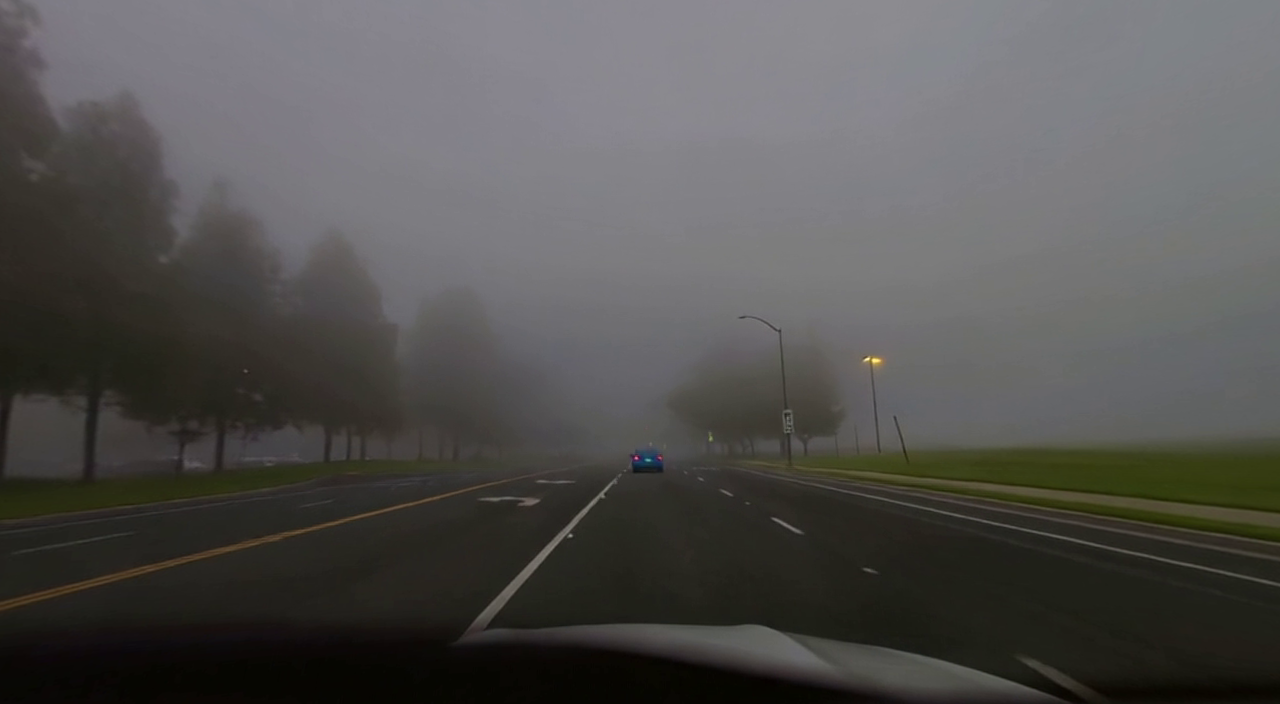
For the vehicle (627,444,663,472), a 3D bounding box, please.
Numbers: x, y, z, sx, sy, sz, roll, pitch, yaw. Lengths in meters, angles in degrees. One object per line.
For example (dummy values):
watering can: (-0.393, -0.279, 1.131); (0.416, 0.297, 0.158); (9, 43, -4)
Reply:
vehicle: (0.250, 6.113, 36.658); (1.978, 1.499, 3.915); (0, -8, -1)
